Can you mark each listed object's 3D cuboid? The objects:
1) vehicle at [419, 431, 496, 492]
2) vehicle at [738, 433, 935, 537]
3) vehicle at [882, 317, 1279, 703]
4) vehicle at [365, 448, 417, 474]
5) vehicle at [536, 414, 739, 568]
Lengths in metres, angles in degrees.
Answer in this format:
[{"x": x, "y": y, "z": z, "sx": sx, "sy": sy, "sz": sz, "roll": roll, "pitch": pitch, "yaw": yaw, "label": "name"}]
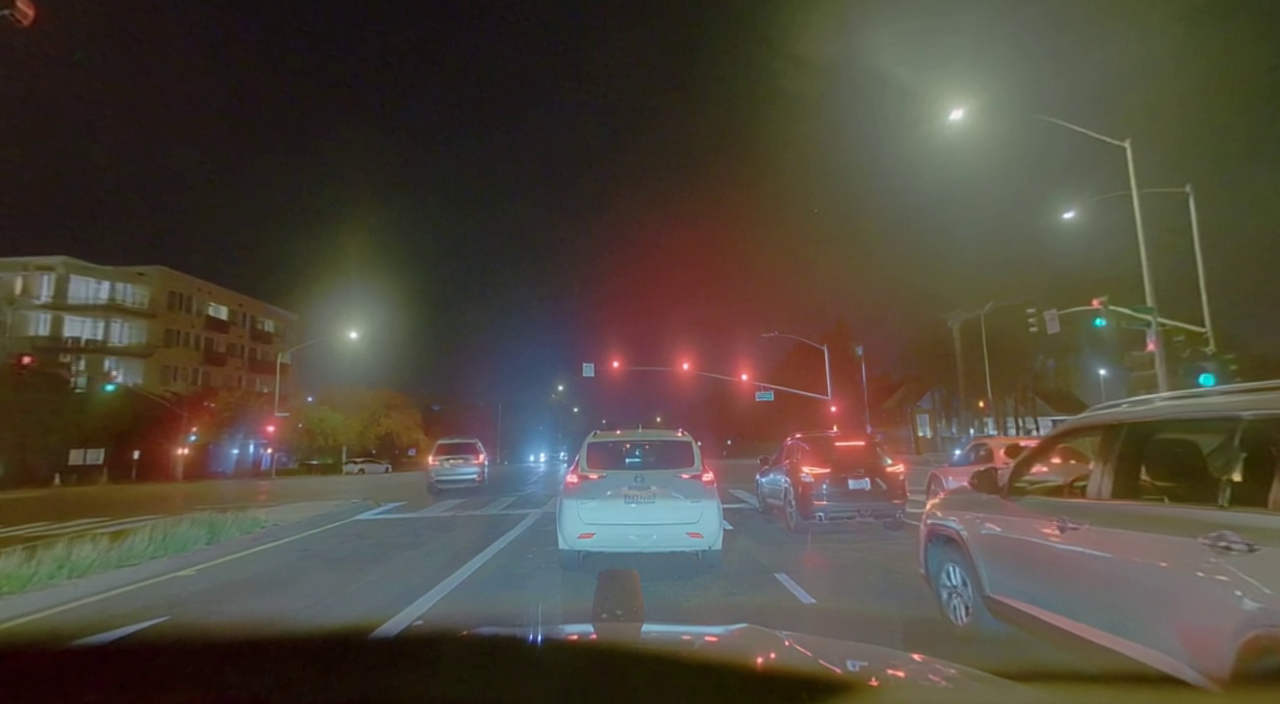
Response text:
[{"x": -6.378, "y": 3.707, "z": 21.724, "sx": 2.021, "sy": 1.837, "sz": 4.448, "roll": 3, "pitch": -9, "yaw": -21, "label": "vehicle"}, {"x": 3.159, "y": 2.231, "z": 11.283, "sx": 2.001, "sy": 1.463, "sz": 4.398, "roll": 0, "pitch": -8, "yaw": -2, "label": "vehicle"}, {"x": 3.011, "y": 0.880, "z": 2.795, "sx": 2.103, "sy": 1.701, "sz": 4.294, "roll": 0, "pitch": -9, "yaw": -1, "label": "vehicle"}, {"x": -18.780, "y": 8.221, "z": 47.930, "sx": 2.026, "sy": 1.836, "sz": 4.726, "roll": 0, "pitch": -8, "yaw": 0, "label": "vehicle"}, {"x": -0.078, "y": 1.802, "z": 8.902, "sx": 2.188, "sy": 1.637, "sz": 4.027, "roll": 0, "pitch": -9, "yaw": -2, "label": "vehicle"}]
